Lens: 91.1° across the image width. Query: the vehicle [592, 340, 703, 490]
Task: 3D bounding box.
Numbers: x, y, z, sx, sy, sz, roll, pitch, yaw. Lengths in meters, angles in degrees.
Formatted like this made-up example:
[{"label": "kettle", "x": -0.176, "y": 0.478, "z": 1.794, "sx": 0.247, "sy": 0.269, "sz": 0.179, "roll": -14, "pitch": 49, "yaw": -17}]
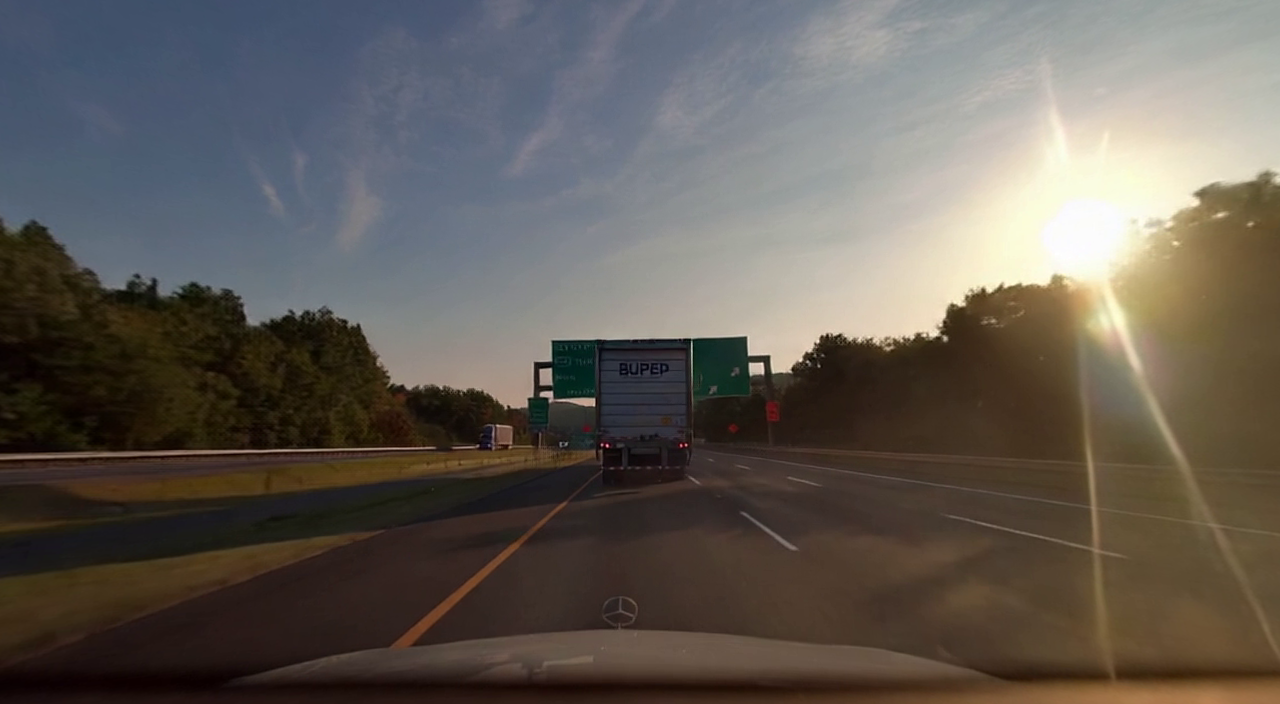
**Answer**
[{"label": "vehicle", "x": 0.141, "y": 2.217, "z": 20.803, "sx": 2.870, "sy": 3.911, "sz": 8.697, "roll": 0, "pitch": -8, "yaw": -1}]
